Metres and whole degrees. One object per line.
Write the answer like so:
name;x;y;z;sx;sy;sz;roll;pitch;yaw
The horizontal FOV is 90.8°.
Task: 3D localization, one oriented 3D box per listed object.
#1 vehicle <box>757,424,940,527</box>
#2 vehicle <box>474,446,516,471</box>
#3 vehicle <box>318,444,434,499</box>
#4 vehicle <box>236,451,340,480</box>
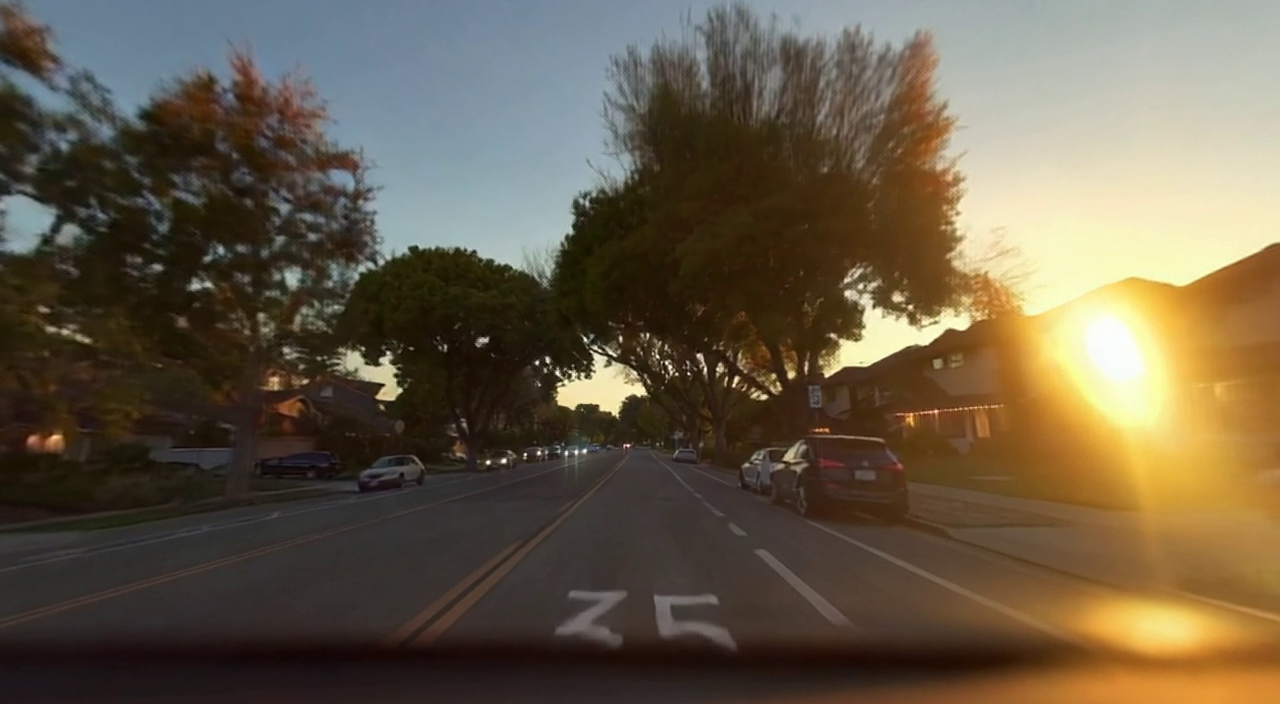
vehicle;4.166;2.564;13.716;2.254;1.812;4.817;0;-8;-1
vehicle;-10.811;7.980;47.254;2.082;1.661;4.403;-3;-10;0
vehicle;-10.678;4.814;26.150;2.338;1.871;5.795;-4;-8;0
vehicle;-19.242;6.215;34.686;4.530;1.477;1.843;0;-8;-1
